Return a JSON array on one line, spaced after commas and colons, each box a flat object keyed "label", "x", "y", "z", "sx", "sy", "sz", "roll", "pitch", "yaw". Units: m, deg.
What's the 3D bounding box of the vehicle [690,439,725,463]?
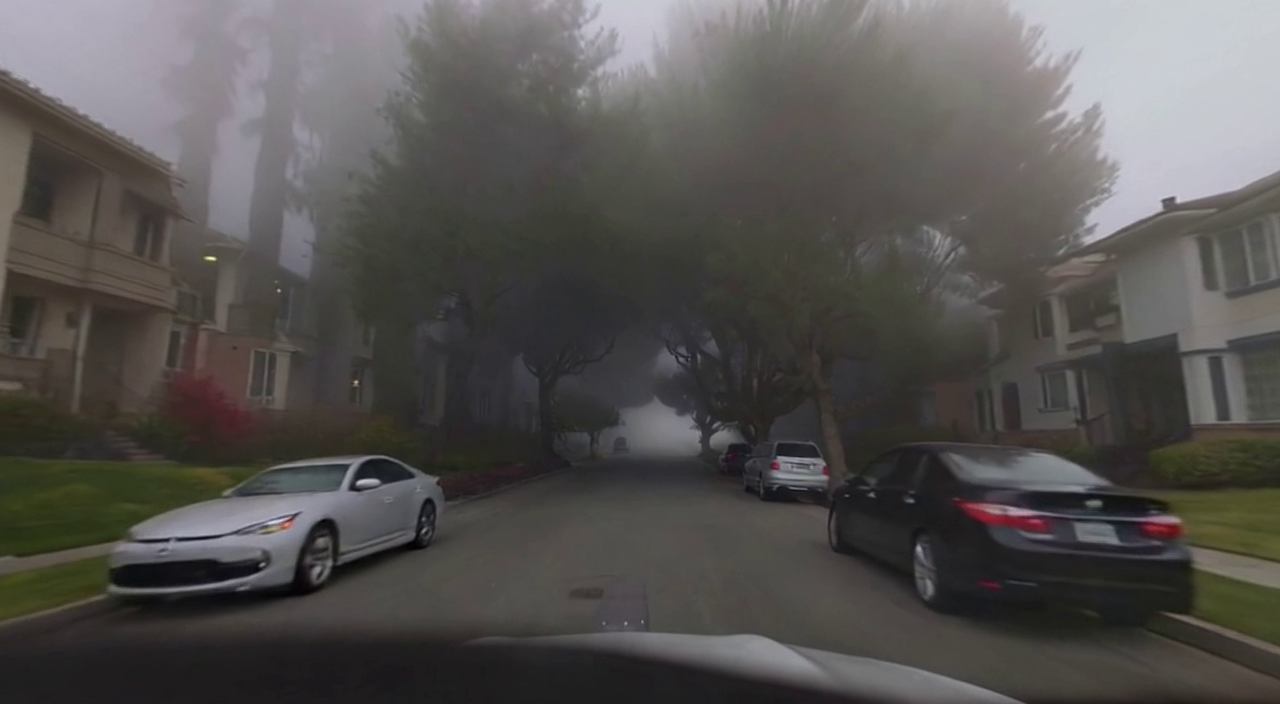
[{"label": "vehicle", "x": 4.501, "y": 6.705, "z": 42.719, "sx": 2.102, "sy": 1.504, "sz": 4.471, "roll": 0, "pitch": -8, "yaw": 3}]

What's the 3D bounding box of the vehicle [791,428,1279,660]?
[{"label": "vehicle", "x": 3.256, "y": 1.610, "z": 6.709, "sx": 2.000, "sy": 1.456, "sz": 5.251, "roll": 0, "pitch": -8, "yaw": 0}]

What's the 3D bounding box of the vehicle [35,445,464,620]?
[{"label": "vehicle", "x": -3.677, "y": 1.721, "z": 7.056, "sx": 1.995, "sy": 1.330, "sz": 4.080, "roll": -1, "pitch": -8, "yaw": 4}]
